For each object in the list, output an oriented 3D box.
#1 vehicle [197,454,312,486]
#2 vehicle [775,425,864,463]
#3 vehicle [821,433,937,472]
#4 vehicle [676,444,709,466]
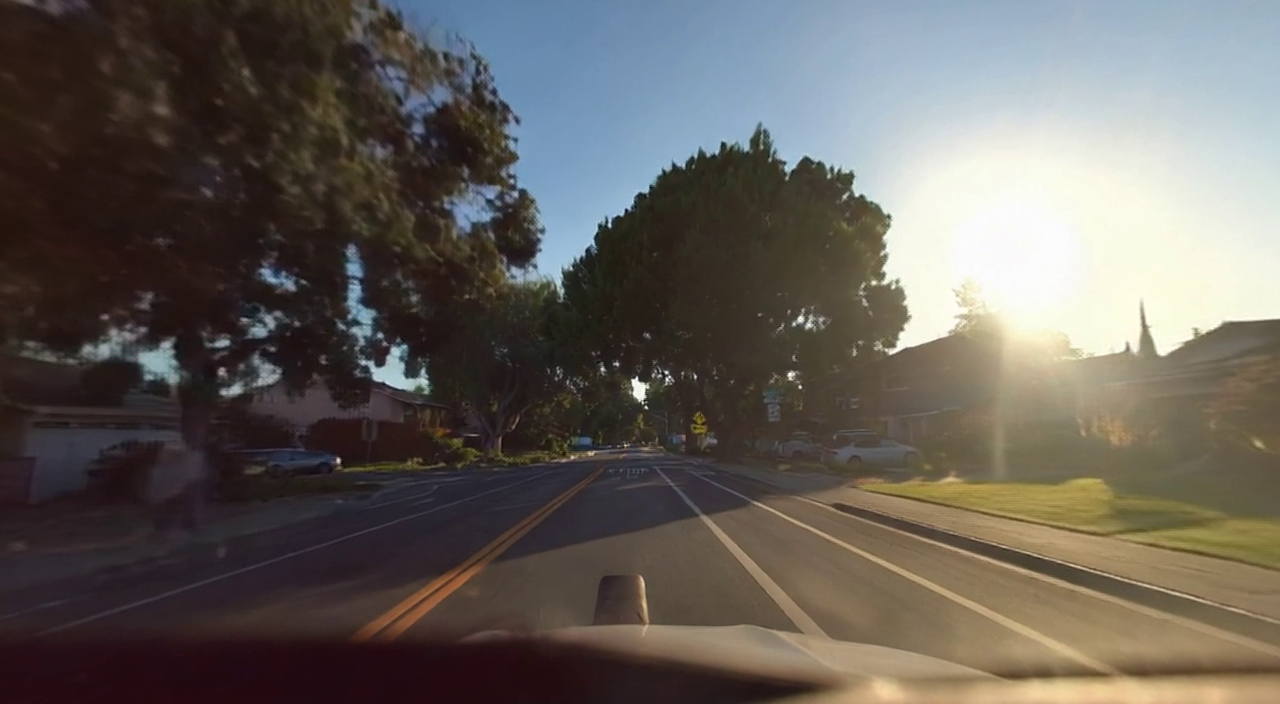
[{"bbox_3d":[-18.962,5.804,31.174,4.440,1.445,1.919,-1,-9,4],"label":"vehicle"},{"bbox_3d":[10.757,5.561,38.116,4.459,1.696,2.361,-6,-9,-2],"label":"vehicle"},{"bbox_3d":[10.949,4.625,29.185,4.493,1.493,1.926,-3,-9,-4],"label":"vehicle"},{"bbox_3d":[3.747,7.410,45.593,1.940,1.470,4.101,0,-9,-1],"label":"vehicle"}]
